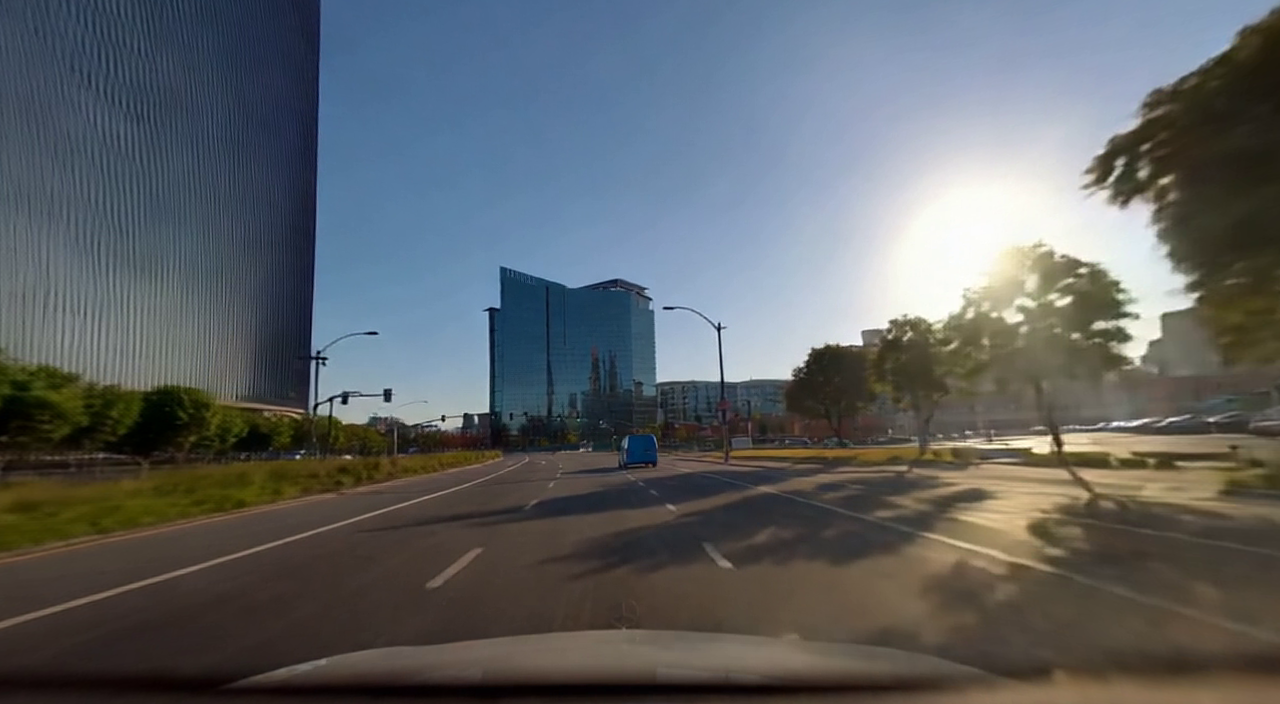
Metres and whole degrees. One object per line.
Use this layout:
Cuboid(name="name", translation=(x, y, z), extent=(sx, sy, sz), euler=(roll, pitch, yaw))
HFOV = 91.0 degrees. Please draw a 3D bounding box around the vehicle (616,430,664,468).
Cuboid(name="vehicle", translation=(-0.078, 6.111, 39.771), extent=(2.339, 2.244, 4.817), euler=(1, -8, -9))
